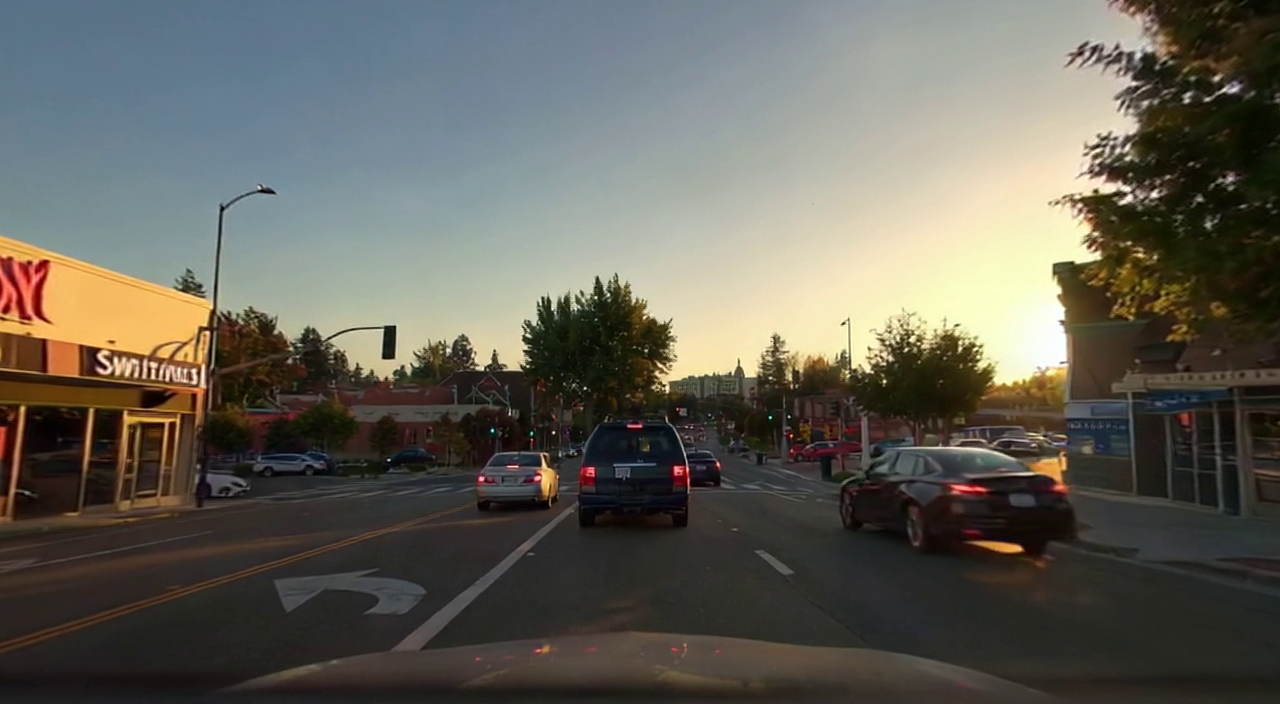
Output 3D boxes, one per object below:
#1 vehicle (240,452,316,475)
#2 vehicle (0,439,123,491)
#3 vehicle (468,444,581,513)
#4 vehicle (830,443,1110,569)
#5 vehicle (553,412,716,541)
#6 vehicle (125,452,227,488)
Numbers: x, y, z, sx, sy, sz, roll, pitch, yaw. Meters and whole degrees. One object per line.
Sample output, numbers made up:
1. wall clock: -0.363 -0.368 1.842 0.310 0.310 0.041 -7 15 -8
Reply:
1. vehicle: -27.254 8.390 47.537 4.458 1.608 2.051 0 -8 2
2. vehicle: -24.146 4.398 24.842 2.131 1.887 6.053 -1 -8 3
3. vehicle: -2.858 3.235 16.722 1.975 1.570 4.456 -1 -8 3
4. vehicle: 4.886 2.297 10.407 1.994 1.545 4.919 0 -8 1
5. vehicle: -0.103 2.413 12.932 2.638 2.065 5.313 0 -8 0
6. vehicle: -26.261 6.670 35.969 2.123 1.820 5.136 0 -8 -4
